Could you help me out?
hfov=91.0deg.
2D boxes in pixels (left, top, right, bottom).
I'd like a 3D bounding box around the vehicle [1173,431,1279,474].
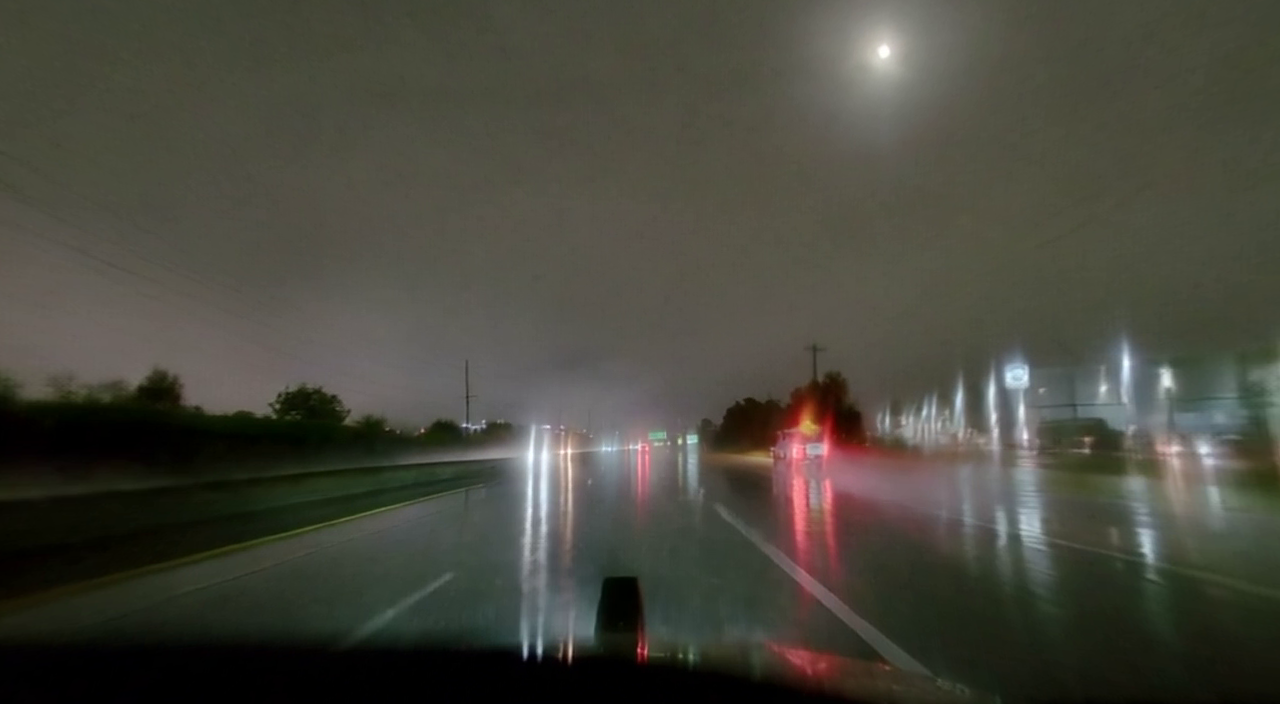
[{"bbox_3d":[34.553,5.807,36.636,2.428,2.287,5.283,0,-8,1],"label":"vehicle"}]
